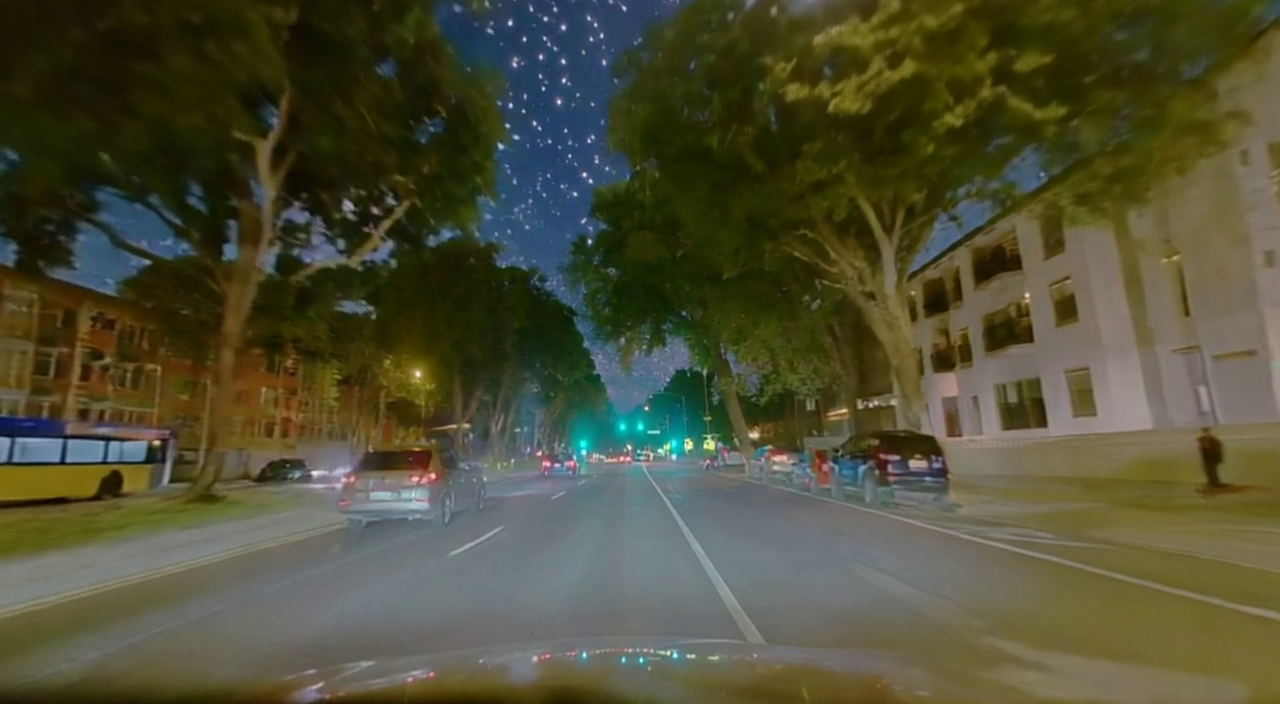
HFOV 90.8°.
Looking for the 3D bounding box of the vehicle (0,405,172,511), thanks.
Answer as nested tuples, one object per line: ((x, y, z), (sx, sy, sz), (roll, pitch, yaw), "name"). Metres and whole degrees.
((-22.142, 3.680, 21.935), (3.231, 3.391, 10.828), (-1, -9, 1), "vehicle")

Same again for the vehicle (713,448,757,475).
((5.769, 6.708, 39.009), (1.886, 1.530, 4.636), (0, -9, -2), "vehicle")

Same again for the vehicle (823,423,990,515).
((6.024, 2.712, 14.986), (1.945, 1.829, 4.305), (0, -9, -2), "vehicle")

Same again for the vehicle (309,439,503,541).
((-4.075, 2.470, 11.959), (1.995, 1.524, 4.438), (0, -9, -1), "vehicle")

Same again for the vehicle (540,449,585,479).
((-4.176, 6.124, 34.732), (1.934, 1.522, 4.287), (0, -9, 0), "vehicle")

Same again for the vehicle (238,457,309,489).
((-20.479, 6.761, 35.504), (1.805, 1.616, 4.080), (0, -9, -6), "vehicle")
